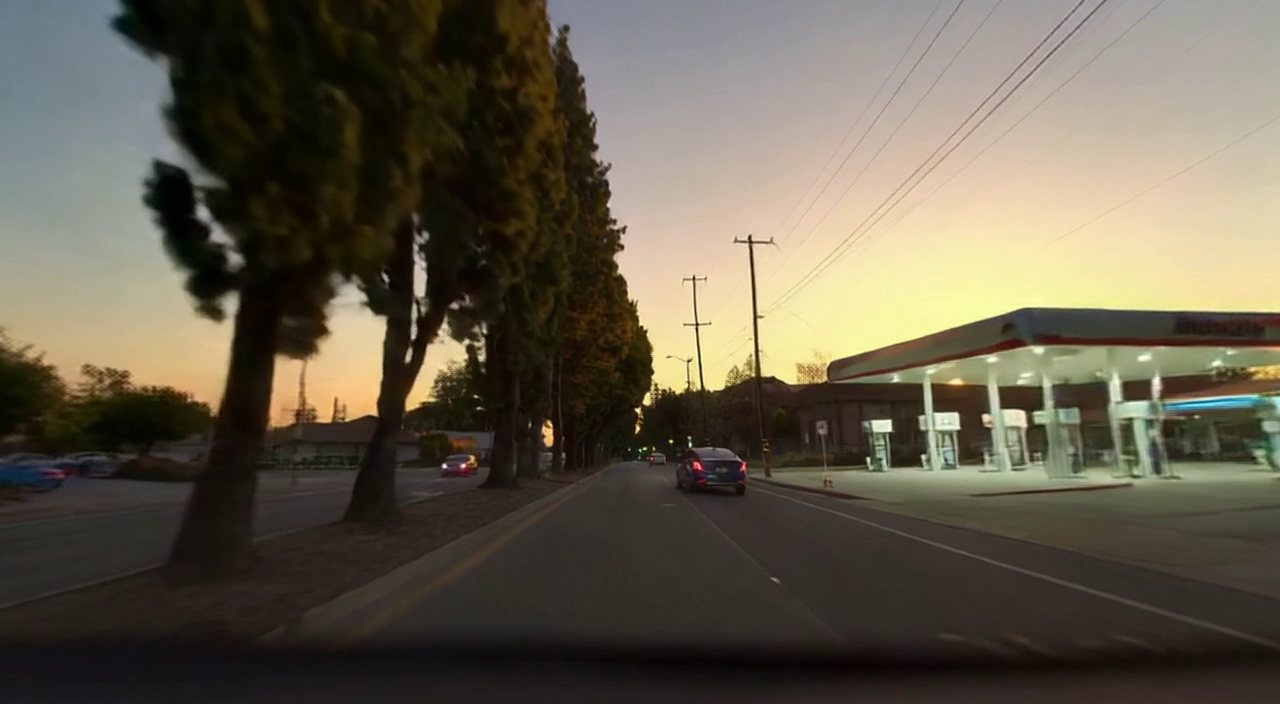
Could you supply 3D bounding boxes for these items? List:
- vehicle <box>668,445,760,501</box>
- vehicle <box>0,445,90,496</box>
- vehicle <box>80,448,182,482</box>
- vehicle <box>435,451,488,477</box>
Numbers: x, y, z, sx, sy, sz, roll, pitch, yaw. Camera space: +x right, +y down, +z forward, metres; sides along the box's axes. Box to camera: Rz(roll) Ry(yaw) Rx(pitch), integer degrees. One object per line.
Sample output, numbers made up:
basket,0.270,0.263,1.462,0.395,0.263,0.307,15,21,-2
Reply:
vehicle,2.097,3.618,19.292,2.061,1.475,4.296,0,-9,-3
vehicle,-24.496,4.520,24.276,2.082,1.829,5.094,0,-9,-1
vehicle,-29.869,6.624,37.310,2.116,1.874,4.709,0,-9,-1
vehicle,-11.014,6.945,39.265,1.893,1.480,4.482,-1,-9,1
